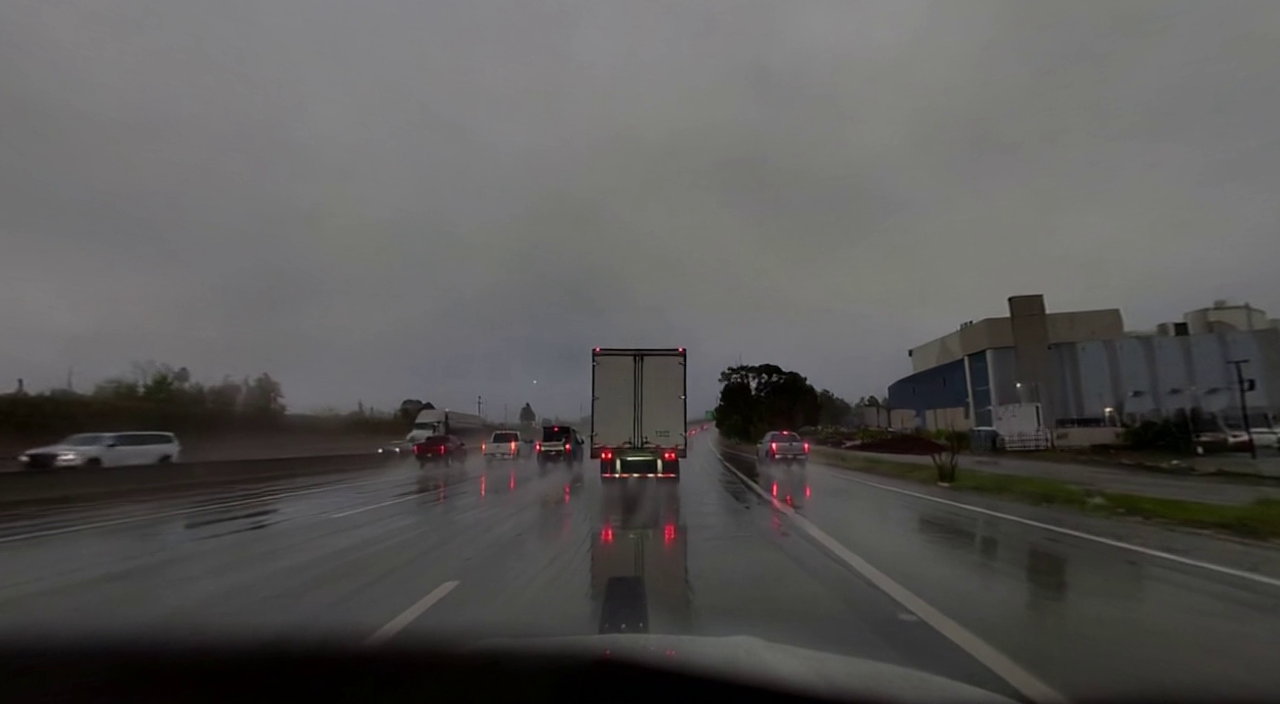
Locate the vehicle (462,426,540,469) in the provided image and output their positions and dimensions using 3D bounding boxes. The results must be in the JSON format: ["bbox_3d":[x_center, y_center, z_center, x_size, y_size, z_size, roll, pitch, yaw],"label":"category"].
[{"bbox_3d":[-6.860,4.844,31.986,2.479,1.978,5.952,0,-9,1],"label":"vehicle"}]

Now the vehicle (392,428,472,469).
[{"bbox_3d":[-10.575,4.990,32.658,2.089,1.885,5.888,0,-9,1],"label":"vehicle"}]

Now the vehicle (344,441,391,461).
[{"bbox_3d":[-21.162,7.718,49.131,1.775,1.450,4.104,0,-9,1],"label":"vehicle"}]

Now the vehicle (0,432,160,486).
[{"bbox_3d":[-17.609,3.286,19.607,1.944,1.488,4.297,0,-9,0],"label":"vehicle"}]

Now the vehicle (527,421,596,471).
[{"bbox_3d":[-3.530,4.424,29.694,2.379,2.075,6.169,0,-9,0],"label":"vehicle"}]

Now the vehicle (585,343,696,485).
[{"bbox_3d":[-0.057,2.374,21.805,2.941,3.794,9.851,0,-9,-1],"label":"vehicle"}]

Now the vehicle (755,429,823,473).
[{"bbox_3d":[6.670,4.504,28.774,2.137,1.796,4.817,0,-9,3],"label":"vehicle"}]
